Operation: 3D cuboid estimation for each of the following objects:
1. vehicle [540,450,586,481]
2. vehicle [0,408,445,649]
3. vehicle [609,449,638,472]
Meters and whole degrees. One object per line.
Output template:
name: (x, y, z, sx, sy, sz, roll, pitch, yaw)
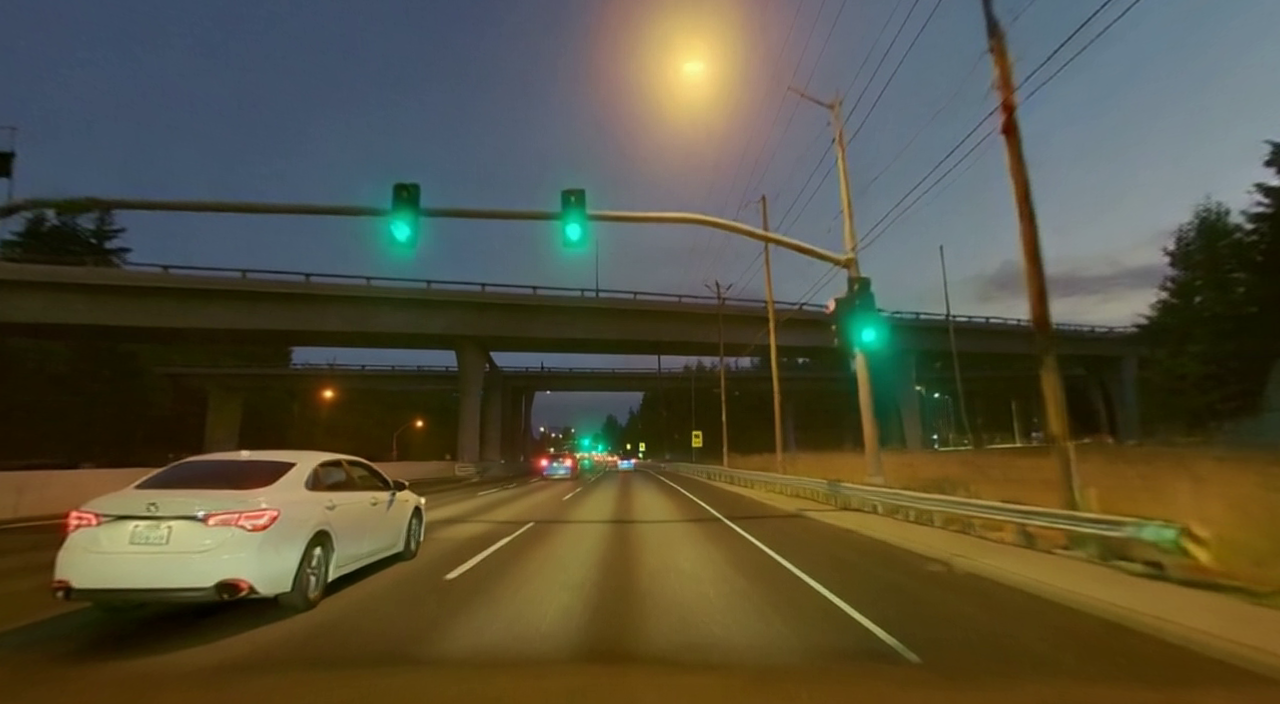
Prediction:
vehicle: (-3.973, 5.924, 33.250, 1.946, 1.437, 4.154, 0, -9, -1)
vehicle: (-3.679, 1.559, 6.648, 1.925, 1.666, 4.271, 0, -8, -1)
vehicle: (-1.210, 7.806, 45.613, 1.985, 1.565, 3.968, 0, -9, -2)
